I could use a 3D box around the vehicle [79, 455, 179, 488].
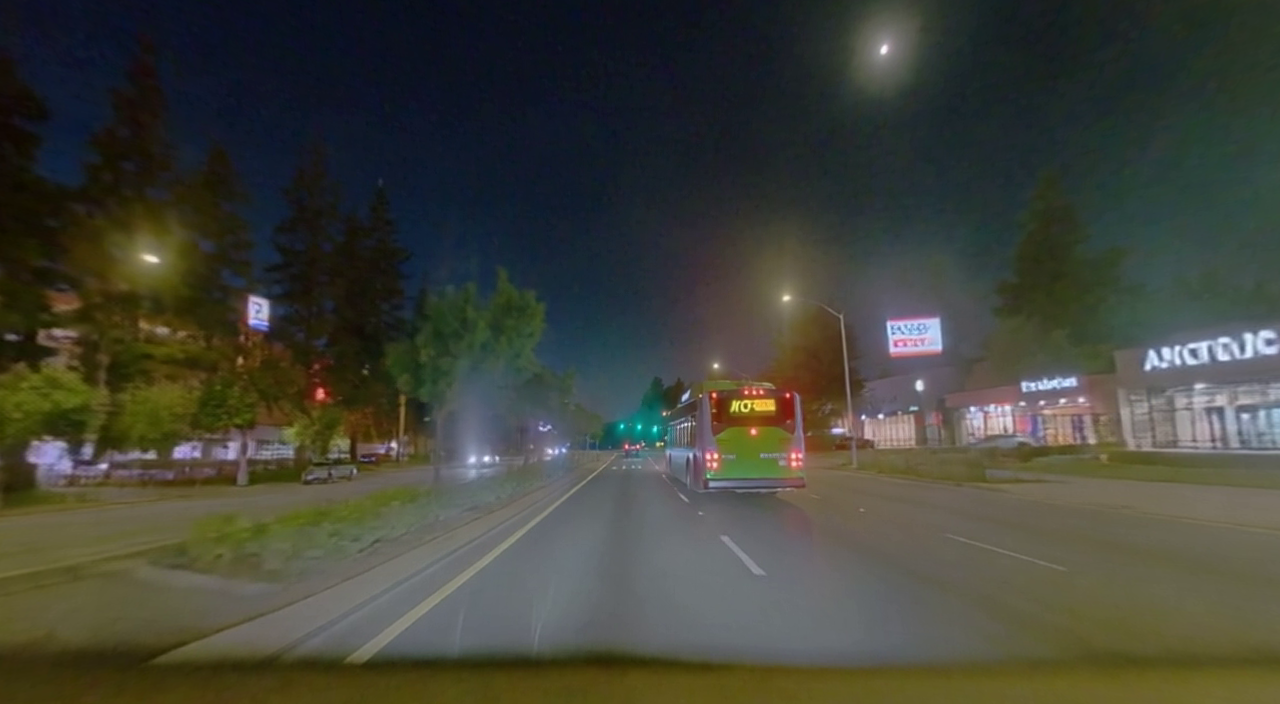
[{"bbox_3d":[-31.999,7.473,39.632,2.119,1.714,4.993,-3,-8,0],"label":"vehicle"}]

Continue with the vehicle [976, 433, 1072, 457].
[{"bbox_3d":[23.919,5.816,39.310,4.659,1.434,1.900,-1,-8,2],"label":"vehicle"}]

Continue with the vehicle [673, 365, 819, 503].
[{"bbox_3d":[2.789,2.627,19.827,2.766,3.306,9.281,0,-8,-1],"label":"vehicle"}]

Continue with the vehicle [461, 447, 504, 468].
[{"bbox_3d":[-12.391,8.318,49.785,2.081,1.492,4.668,0,-8,1],"label":"vehicle"}]
